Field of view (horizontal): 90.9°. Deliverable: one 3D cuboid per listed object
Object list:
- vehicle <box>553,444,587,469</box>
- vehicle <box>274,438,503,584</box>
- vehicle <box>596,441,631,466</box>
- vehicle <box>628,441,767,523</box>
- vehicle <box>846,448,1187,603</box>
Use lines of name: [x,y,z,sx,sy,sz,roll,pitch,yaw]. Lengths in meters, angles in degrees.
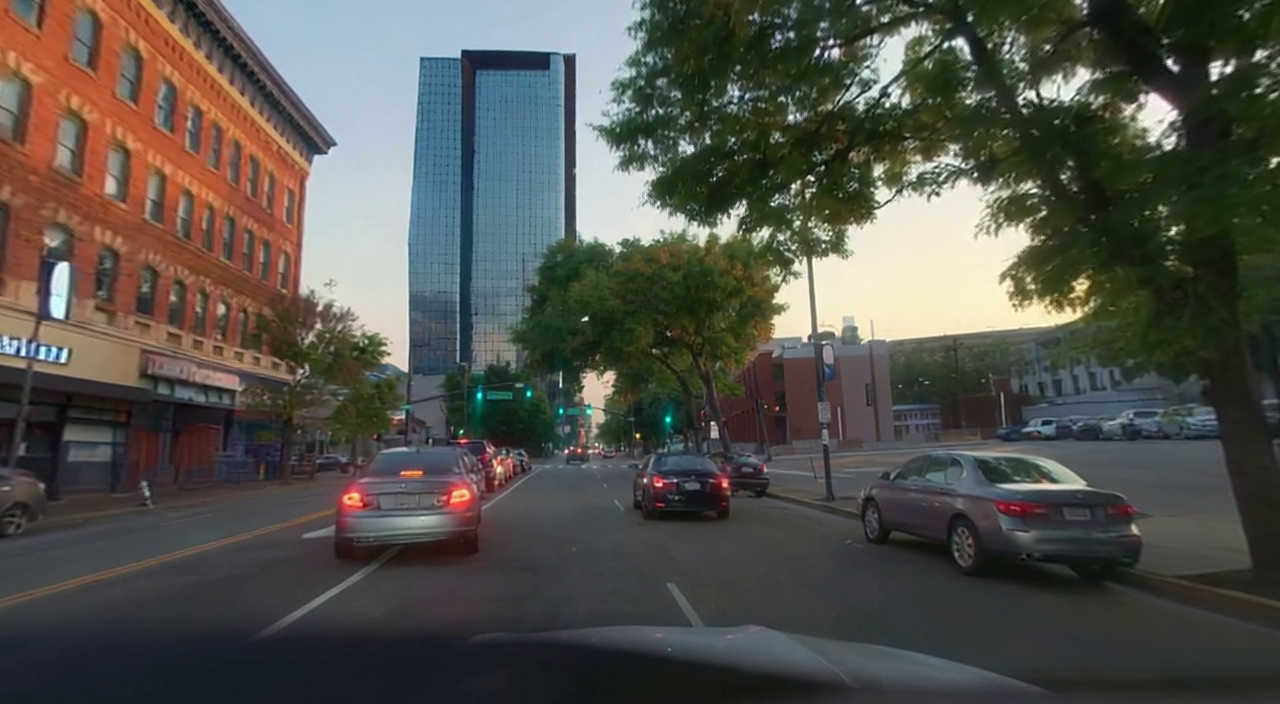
vehicle: [-4.563,6.766,41.077,2.102,1.521,4.078,1,-9,-6]
vehicle: [-3.065,1.953,8.761,2.169,1.427,4.531,2,-9,-13]
vehicle: [-2.123,7.832,48.933,2.418,1.816,4.300,1,-9,-6]
vehicle: [1.009,2.694,13.707,2.150,1.464,4.467,1,-9,-6]
vehicle: [4.554,2.083,8.509,1.986,1.555,3.879,1,-9,-4]
